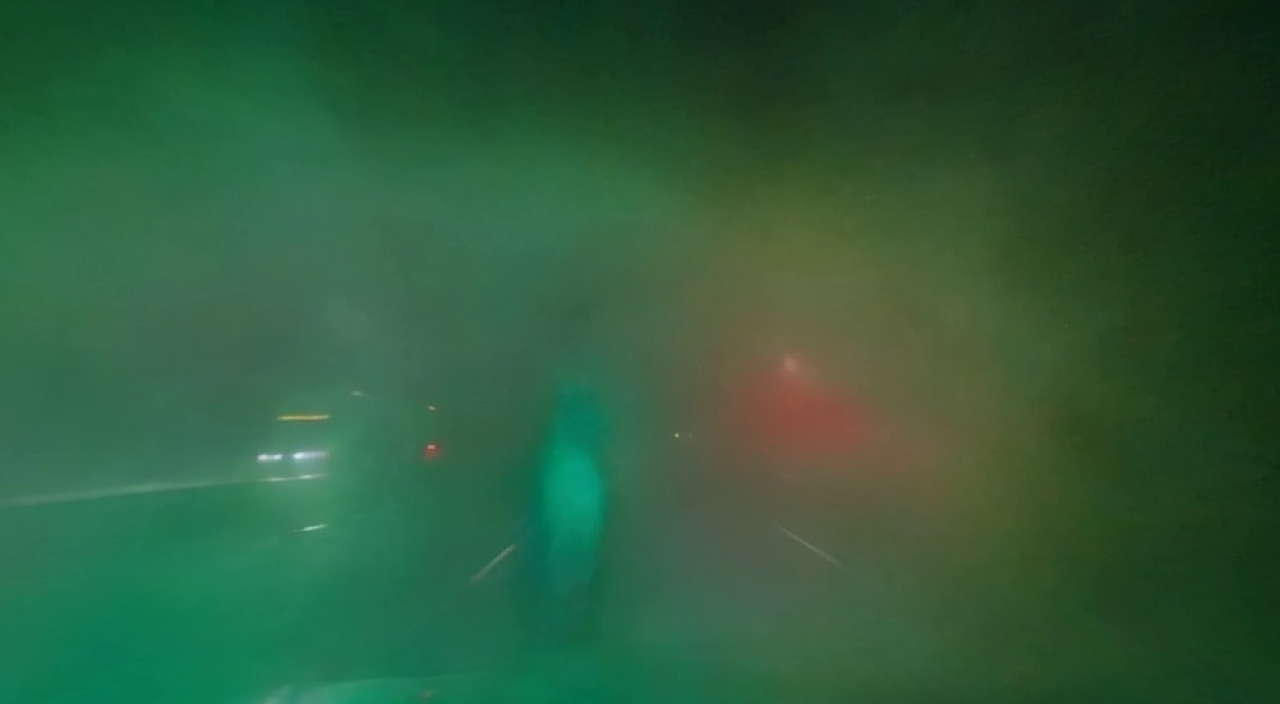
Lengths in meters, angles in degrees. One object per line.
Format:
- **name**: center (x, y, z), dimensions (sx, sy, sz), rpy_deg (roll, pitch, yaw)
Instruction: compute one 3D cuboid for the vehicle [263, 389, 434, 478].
- **vehicle**: center (-15.831, 4.775, 36.291), dimensions (3.282, 4.100, 13.995), rpy_deg (0, -8, 0)
